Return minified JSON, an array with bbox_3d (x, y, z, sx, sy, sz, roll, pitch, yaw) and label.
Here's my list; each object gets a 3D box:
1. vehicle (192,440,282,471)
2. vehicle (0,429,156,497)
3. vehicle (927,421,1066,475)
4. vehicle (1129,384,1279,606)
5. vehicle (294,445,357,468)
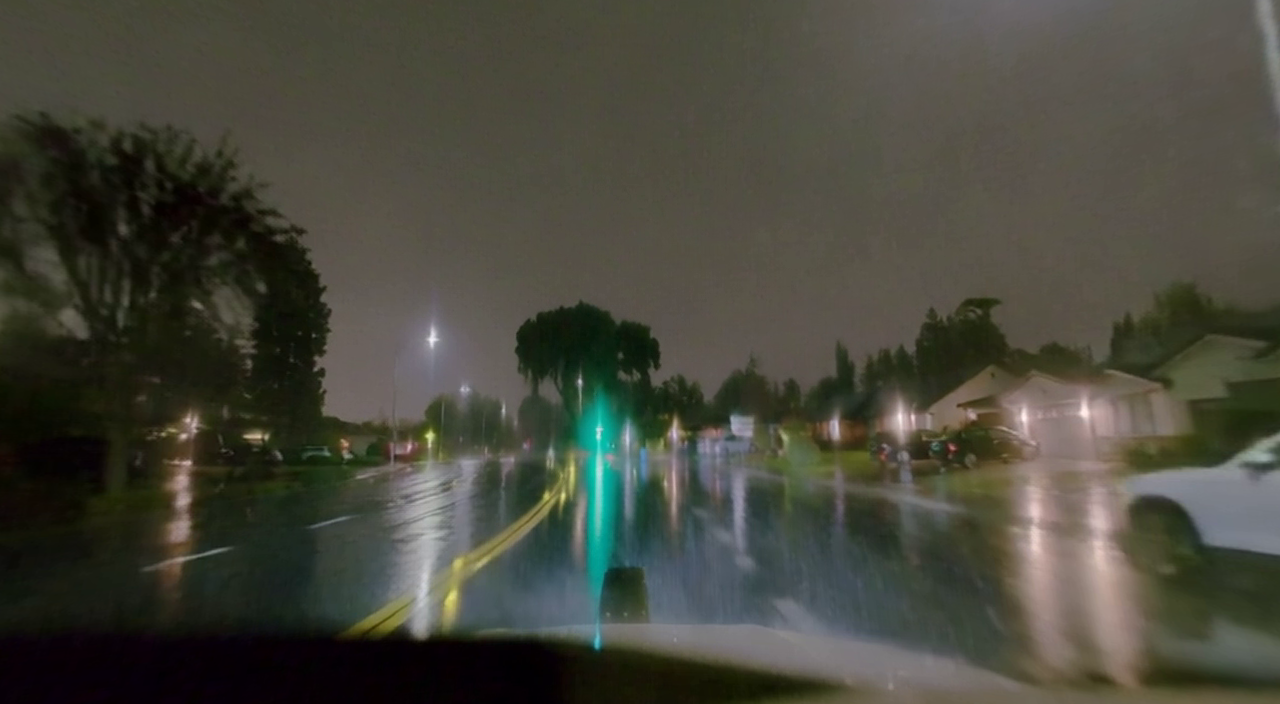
[{"bbox_3d":[-24.661,6.333,38.700,4.128,1.861,1.959,2,-9,-14],"label":"vehicle"},{"bbox_3d":[-18.580,3.559,20.618,2.077,1.948,4.705,1,-9,-7],"label":"vehicle"},{"bbox_3d":[14.155,3.828,25.246,4.350,2.047,1.841,0,-8,2],"label":"vehicle"},{"bbox_3d":[6.682,1.089,4.508,2.315,1.869,4.678,1,-9,-5],"label":"vehicle"},{"bbox_3d":[-24.192,8.051,48.634,3.899,1.729,2.064,2,-9,-13],"label":"vehicle"}]
